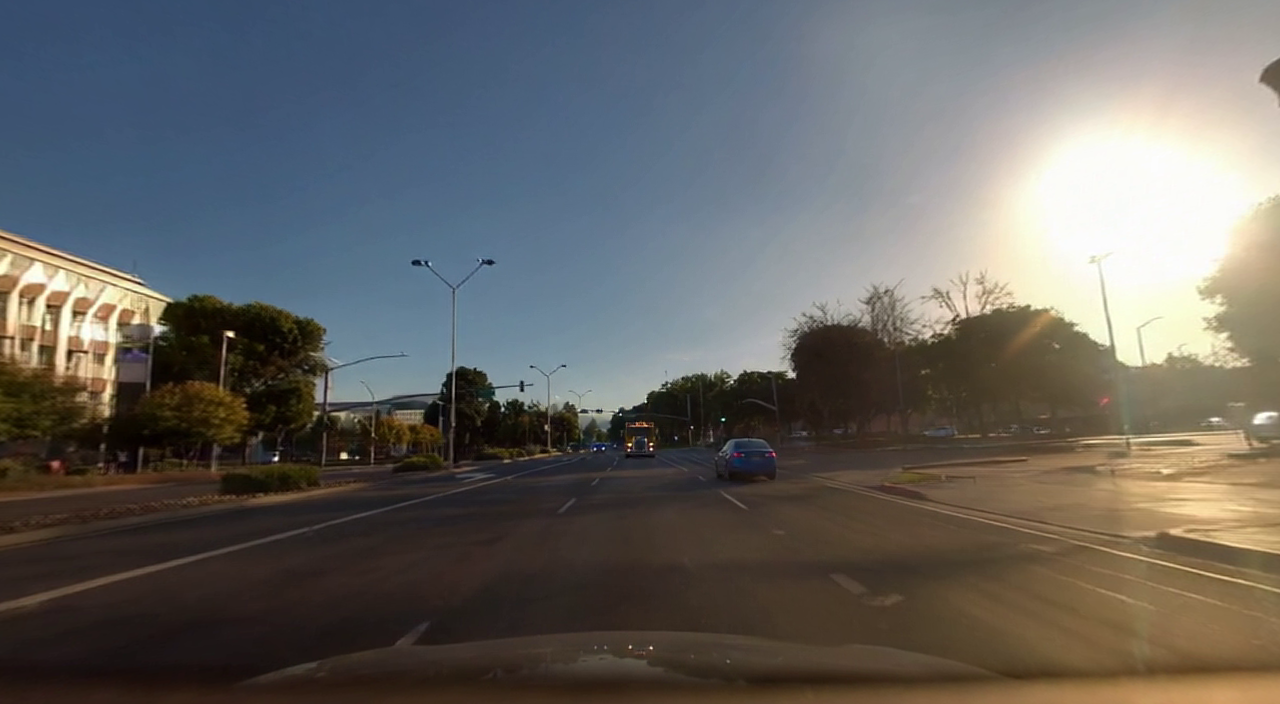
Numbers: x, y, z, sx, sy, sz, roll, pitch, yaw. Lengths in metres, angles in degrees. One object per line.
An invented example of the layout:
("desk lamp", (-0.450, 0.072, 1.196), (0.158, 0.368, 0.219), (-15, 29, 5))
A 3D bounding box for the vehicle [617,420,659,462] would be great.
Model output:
("vehicle", (-0.120, 6.507, 46.161), (2.833, 2.879, 6.572), (0, -8, 0))

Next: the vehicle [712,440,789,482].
("vehicle", (4.078, 4.106, 24.093), (2.005, 1.442, 4.675), (0, -8, -1))
